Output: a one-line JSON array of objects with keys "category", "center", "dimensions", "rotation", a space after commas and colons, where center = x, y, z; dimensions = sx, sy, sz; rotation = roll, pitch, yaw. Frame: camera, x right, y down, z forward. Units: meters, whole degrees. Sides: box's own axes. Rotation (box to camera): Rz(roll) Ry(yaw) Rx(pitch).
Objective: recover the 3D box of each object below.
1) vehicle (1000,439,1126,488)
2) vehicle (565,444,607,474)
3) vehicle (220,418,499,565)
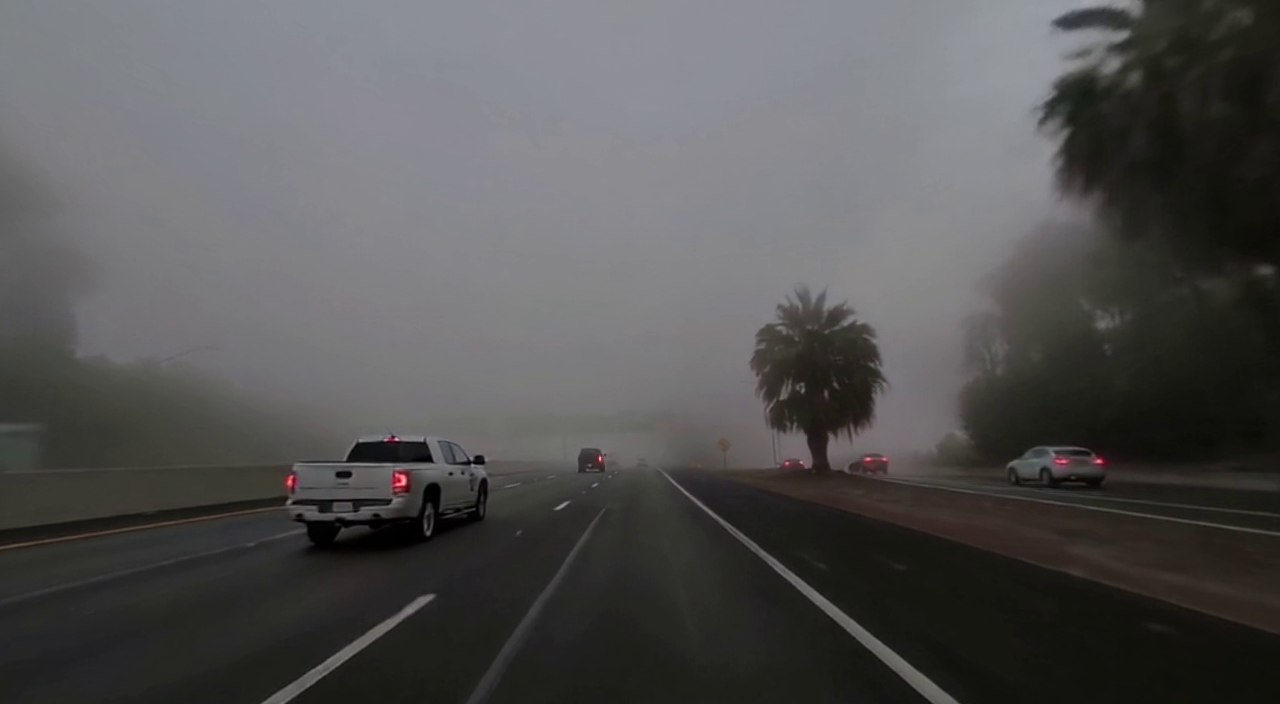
[{"category": "vehicle", "center": [16.892, 4.476, 25.534], "dimensions": [1.991, 1.755, 4.836], "rotation": [-1, -9, 4]}, {"category": "vehicle", "center": [-3.673, 7.483, 44.175], "dimensions": [2.420, 1.937, 5.916], "rotation": [0, -9, 0]}, {"category": "vehicle", "center": [-3.911, 2.058, 10.027], "dimensions": [2.162, 1.747, 4.791], "rotation": [0, -9, 1]}]
